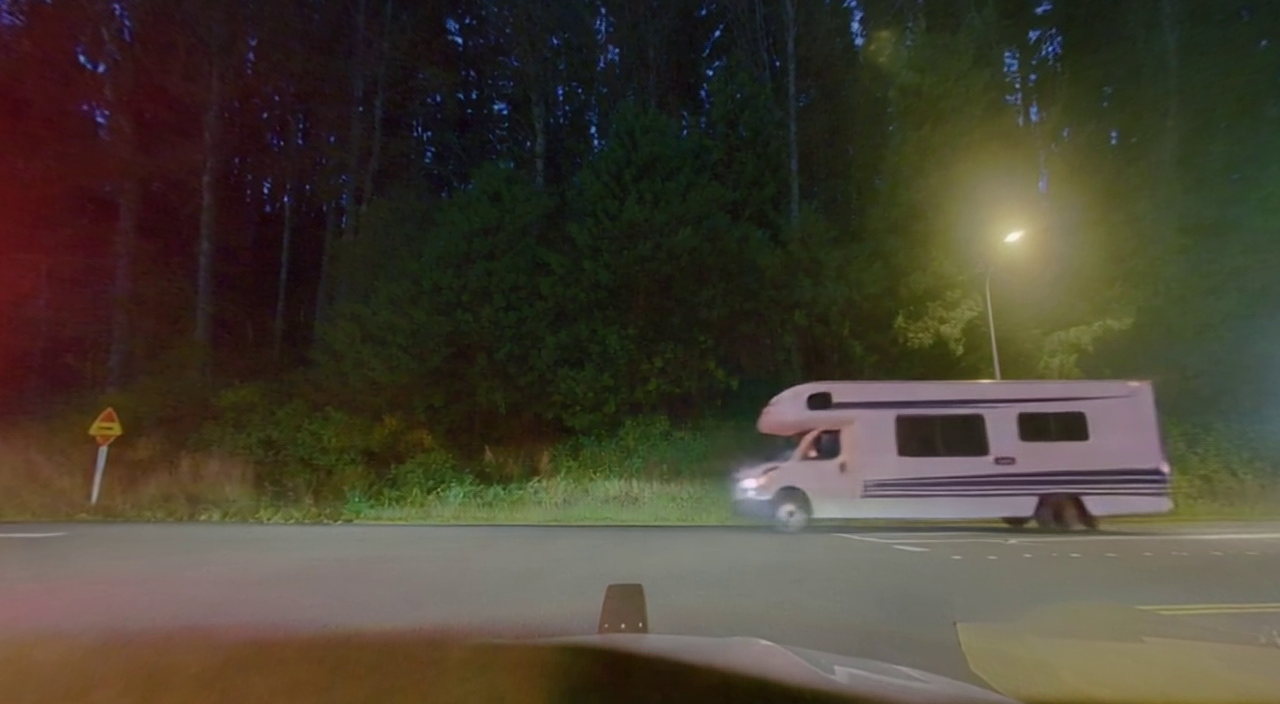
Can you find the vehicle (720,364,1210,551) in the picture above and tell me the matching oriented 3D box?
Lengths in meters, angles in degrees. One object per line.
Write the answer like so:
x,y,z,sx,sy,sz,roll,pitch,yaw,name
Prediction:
5.910,2.037,12.506,8.152,3.185,2.776,0,-9,-3,vehicle
